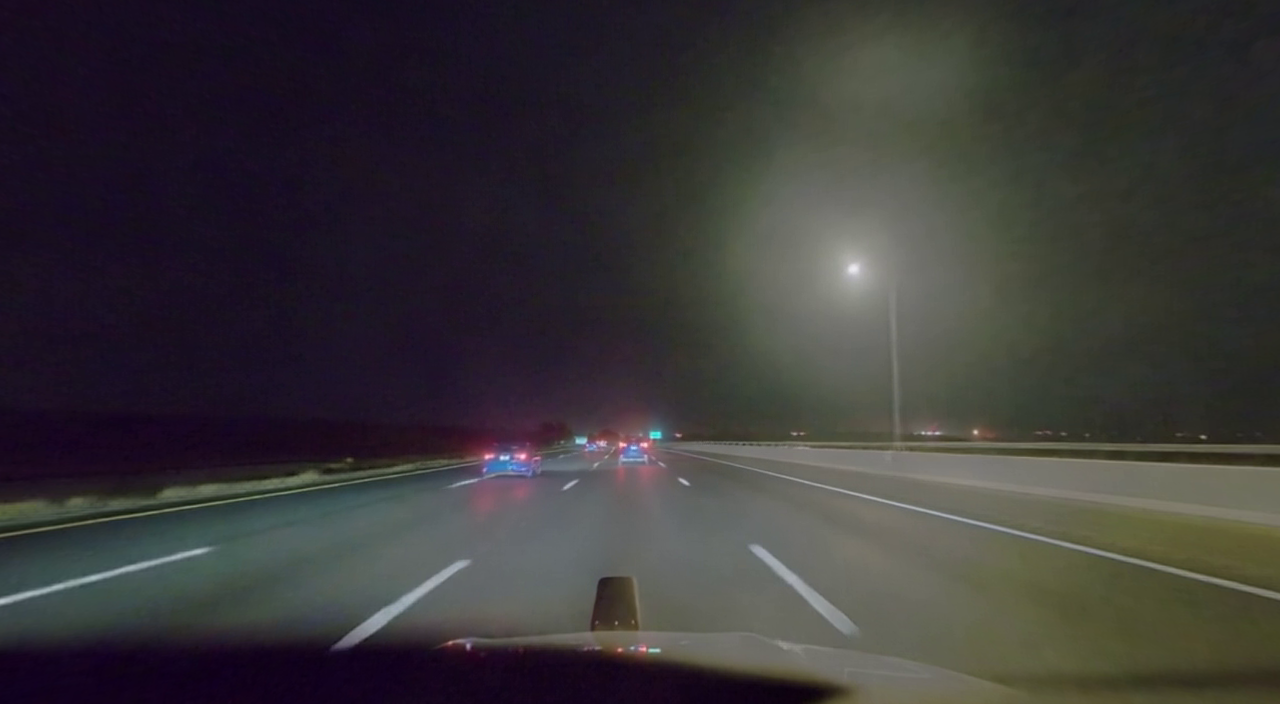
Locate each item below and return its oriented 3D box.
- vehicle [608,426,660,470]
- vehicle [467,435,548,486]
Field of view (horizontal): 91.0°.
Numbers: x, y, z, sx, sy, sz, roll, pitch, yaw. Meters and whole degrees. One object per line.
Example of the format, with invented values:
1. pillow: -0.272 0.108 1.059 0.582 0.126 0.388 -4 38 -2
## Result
1. vehicle: -0.359 4.692 31.010 2.382 1.973 4.439 0 -8 -2
2. vehicle: -4.340 3.612 21.267 1.945 1.550 3.780 0 -8 -1
